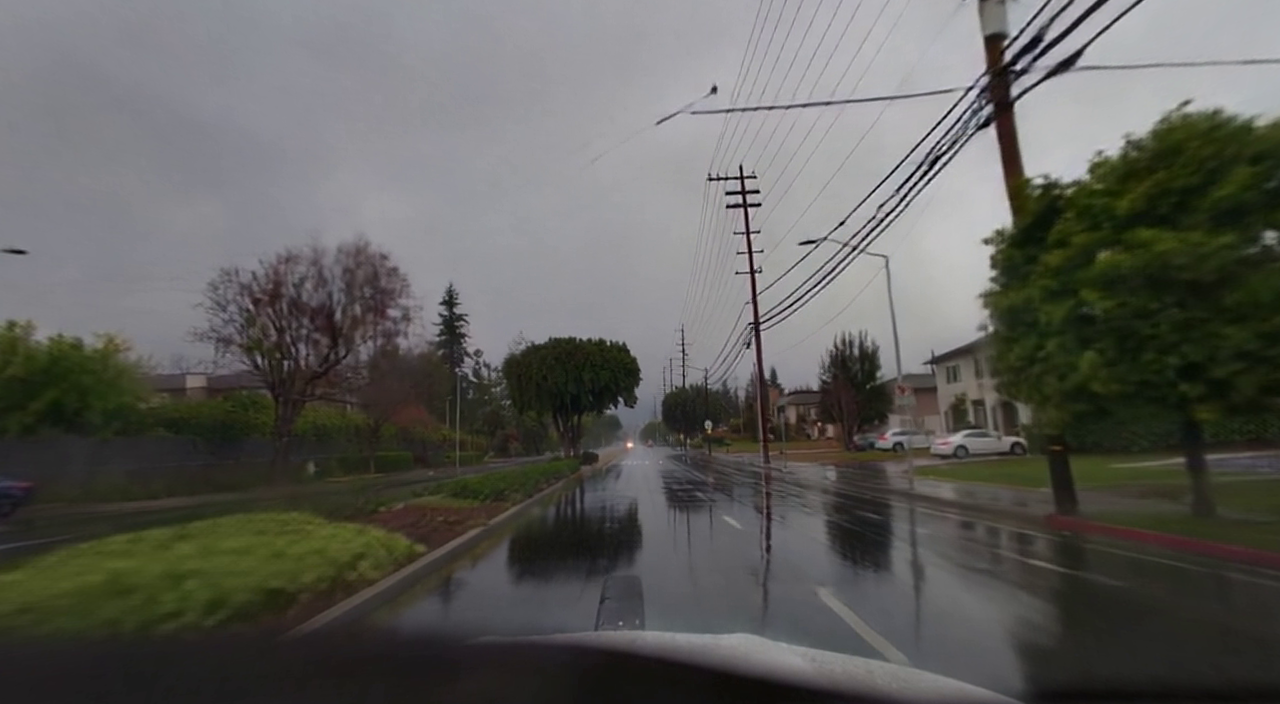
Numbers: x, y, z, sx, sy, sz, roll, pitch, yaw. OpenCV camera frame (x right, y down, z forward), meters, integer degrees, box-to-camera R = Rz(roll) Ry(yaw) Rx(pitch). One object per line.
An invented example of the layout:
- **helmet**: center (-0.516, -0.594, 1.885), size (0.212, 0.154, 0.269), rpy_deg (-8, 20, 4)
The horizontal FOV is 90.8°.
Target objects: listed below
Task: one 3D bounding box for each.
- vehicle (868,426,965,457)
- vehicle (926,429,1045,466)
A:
- **vehicle**: center (16.738, 5.428, 38.420), size (4.833, 1.786, 2.136), rpy_deg (0, -8, 0)
- **vehicle**: center (16.834, 4.680, 30.912), size (4.560, 1.725, 2.096), rpy_deg (0, -8, -2)
